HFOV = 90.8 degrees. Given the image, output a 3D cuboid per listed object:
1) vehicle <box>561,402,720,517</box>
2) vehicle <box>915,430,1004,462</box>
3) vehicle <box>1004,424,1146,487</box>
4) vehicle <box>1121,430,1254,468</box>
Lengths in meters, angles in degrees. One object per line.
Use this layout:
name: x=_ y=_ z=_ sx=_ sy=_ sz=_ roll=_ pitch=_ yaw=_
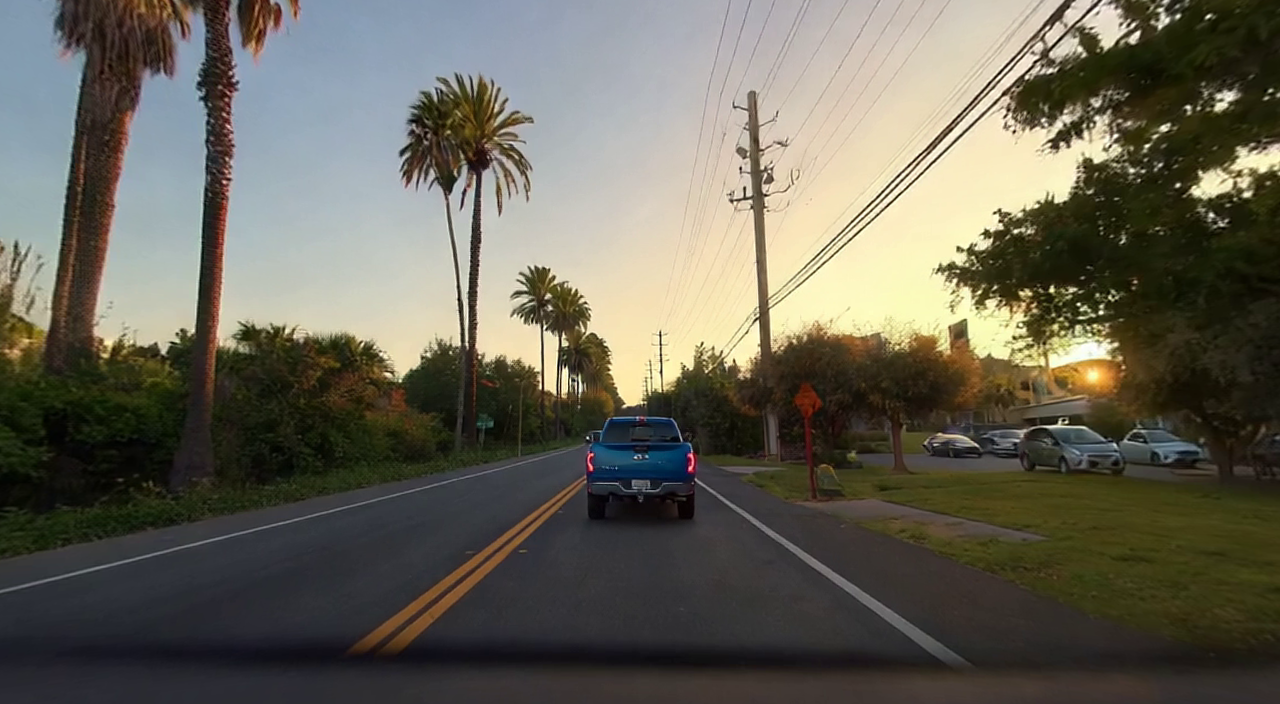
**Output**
vehicle: x=0.000 y=2.366 z=14.361 sx=2.848 sy=2.047 sz=5.885 roll=0 pitch=-8 yaw=0
vehicle: x=20.630 y=6.160 z=41.214 sx=2.277 sy=1.836 sz=6.267 roll=-1 pitch=-9 yaw=-3
vehicle: x=16.121 y=3.895 z=23.934 sx=2.338 sy=1.917 sz=6.076 roll=-6 pitch=-10 yaw=15
vehicle: x=24.634 y=4.402 z=28.503 sx=4.314 sy=1.553 sz=1.948 roll=0 pitch=-11 yaw=-6
